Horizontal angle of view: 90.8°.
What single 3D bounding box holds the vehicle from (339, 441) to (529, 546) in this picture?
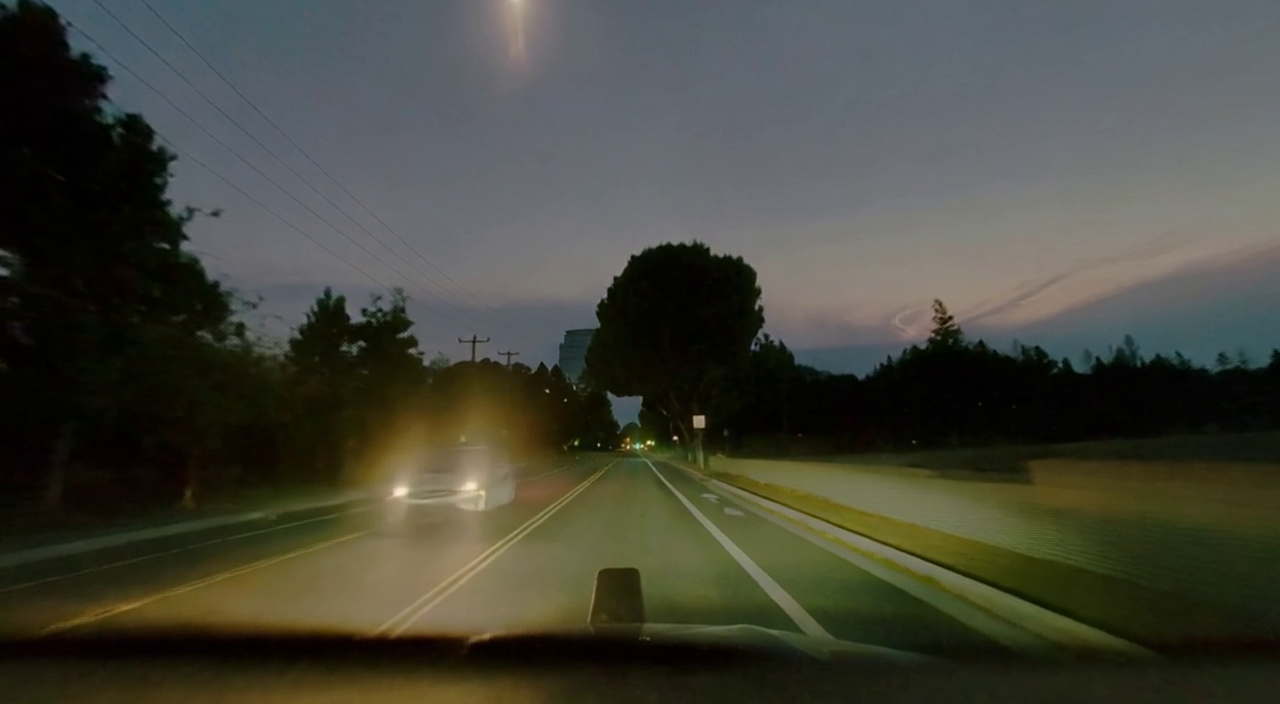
[{"bbox_3d":[-3.636,2.571,12.252,2.086,1.608,4.649,0,-9,0],"label":"vehicle"}]
